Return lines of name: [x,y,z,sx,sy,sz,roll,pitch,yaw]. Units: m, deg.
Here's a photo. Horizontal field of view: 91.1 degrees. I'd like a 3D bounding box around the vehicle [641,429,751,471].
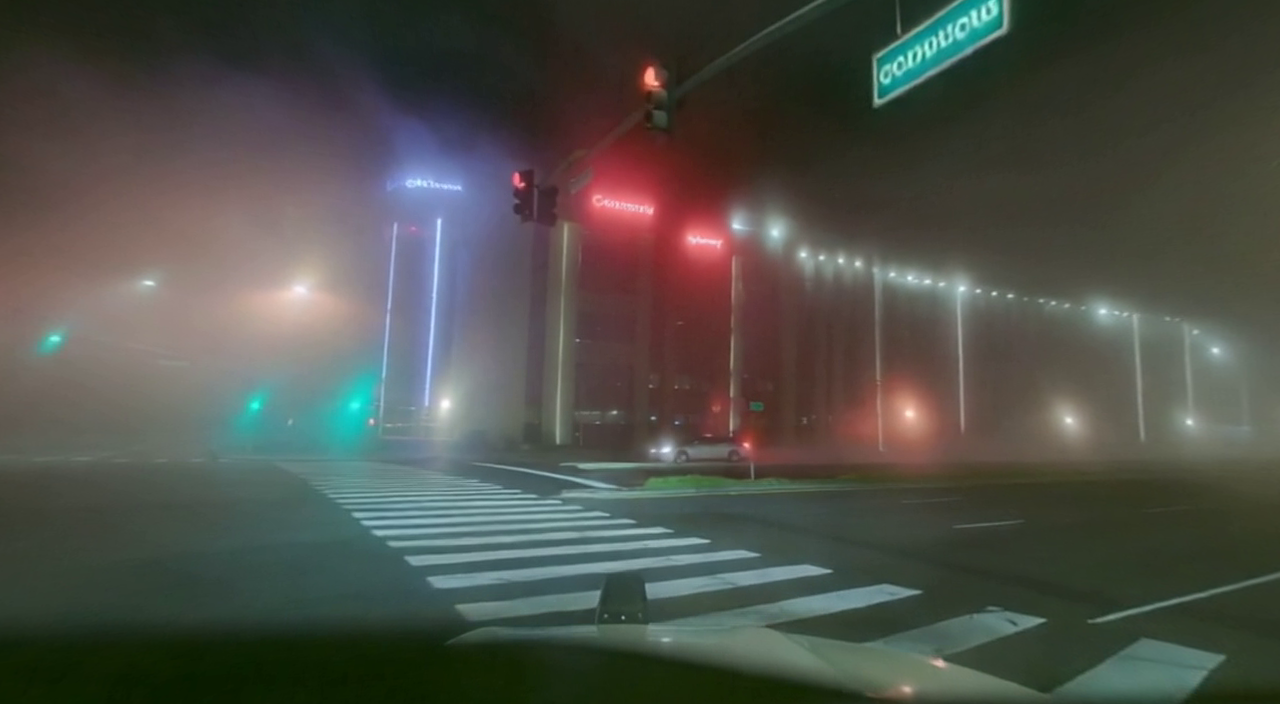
vehicle: [2.604,4.504,29.070,4.713,1.775,2.030,3,-9,-29]
